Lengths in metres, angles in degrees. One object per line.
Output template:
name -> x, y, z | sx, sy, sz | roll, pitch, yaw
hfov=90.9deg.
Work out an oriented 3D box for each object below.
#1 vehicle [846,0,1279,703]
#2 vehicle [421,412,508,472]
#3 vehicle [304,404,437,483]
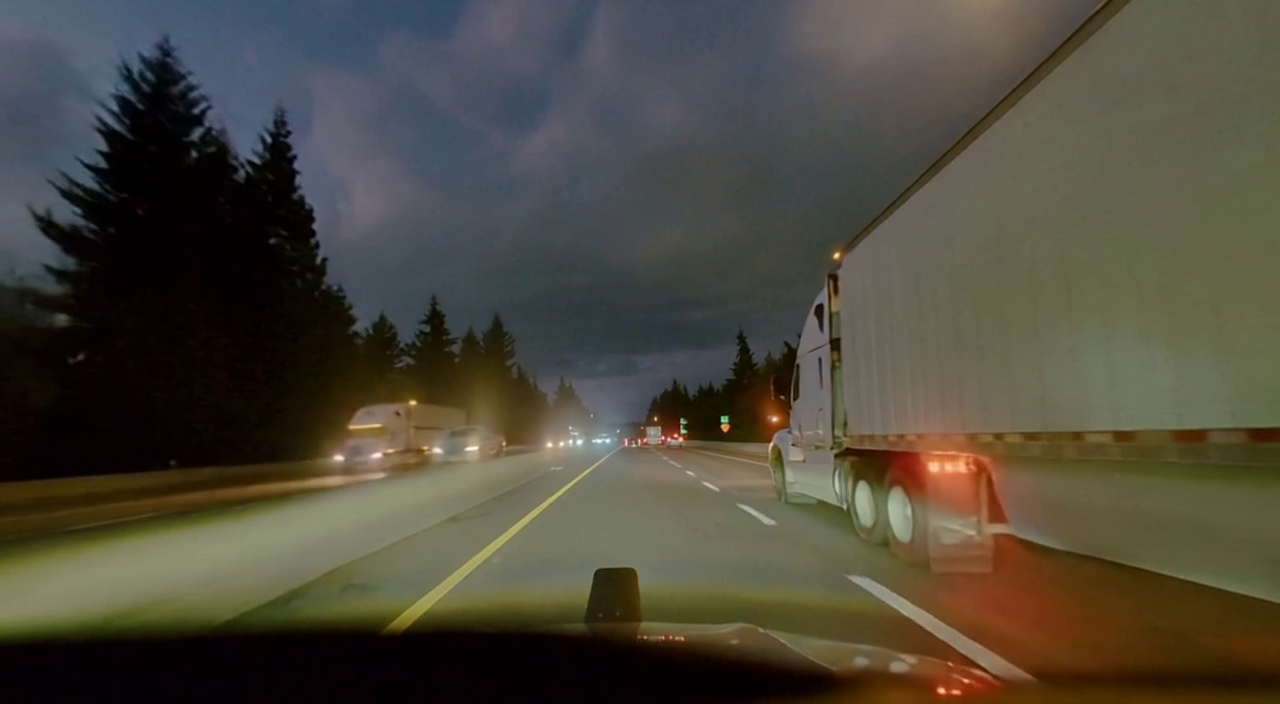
vehicle -> 4.010, -0.638, 0.127 | 3.038, 3.975, 13.887 | 0, -8, -1
vehicle -> -8.179, 4.283, 30.193 | 2.229, 2.505, 6.530 | 0, -8, 0
vehicle -> -12.430, 4.300, 30.125 | 2.853, 3.219, 8.270 | 0, -7, -2
